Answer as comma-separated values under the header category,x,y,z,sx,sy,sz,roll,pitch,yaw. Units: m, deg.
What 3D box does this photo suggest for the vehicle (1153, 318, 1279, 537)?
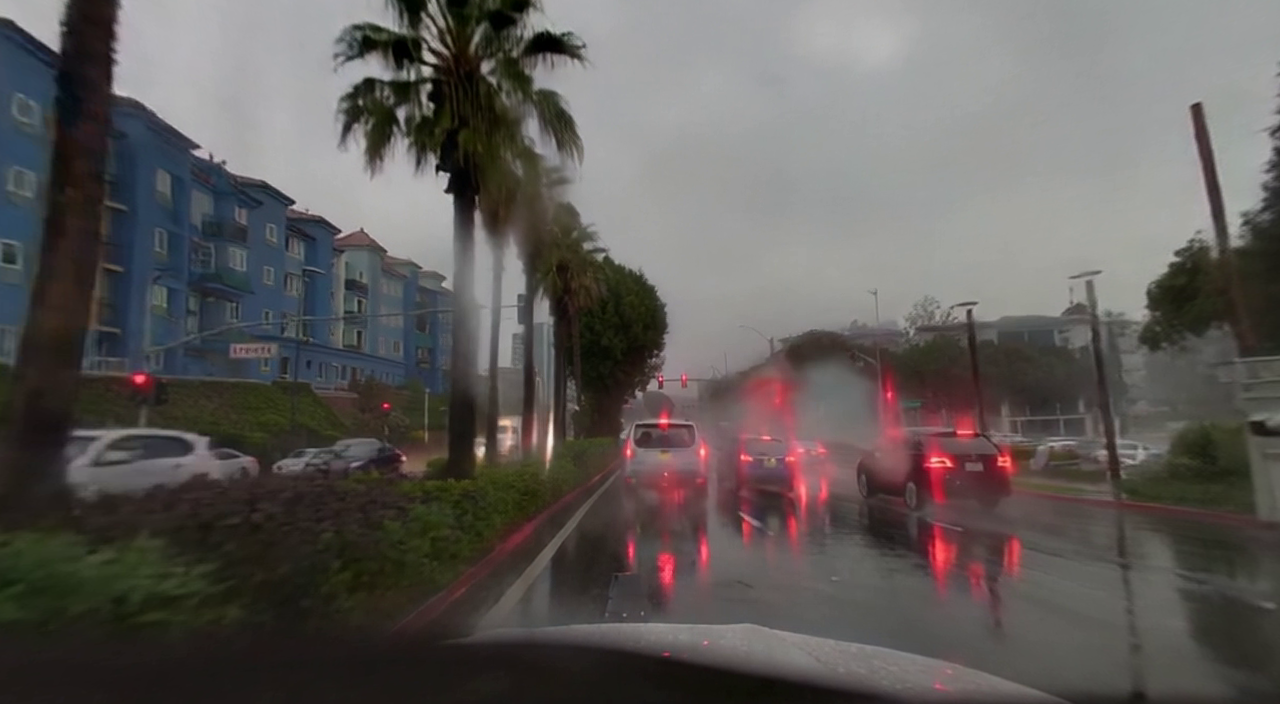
category,x,y,z,sx,sy,sz,roll,pitch,yaw
vehicle,10.296,0.961,8.022,2.663,3.061,5.602,-2,-4,-1

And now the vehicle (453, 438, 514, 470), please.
category,x,y,z,sx,sy,sz,roll,pitch,yaw
vehicle,-8.065,5.301,32.900,1.937,1.530,4.107,-1,-9,3

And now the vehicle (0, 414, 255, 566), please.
category,x,y,z,sx,sy,sz,roll,pitch,yaw
vehicle,-8.317,1.918,9.443,2.050,1.725,4.677,0,-9,1

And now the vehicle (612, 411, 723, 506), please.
category,x,y,z,sx,sy,sz,roll,pitch,yaw
vehicle,0.634,2.807,16.919,2.487,2.115,5.444,0,-9,1

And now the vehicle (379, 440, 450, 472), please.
category,x,y,z,sx,sy,sz,roll,pitch,yaw
vehicle,-11.374,5.288,32.139,2.011,1.520,3.902,-1,-9,3

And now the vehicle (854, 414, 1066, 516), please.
category,x,y,z,sx,sy,sz,roll,pitch,yaw
vehicle,7.189,2.625,15.079,2.215,1.973,5.323,0,-9,0

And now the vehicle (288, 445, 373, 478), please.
category,x,y,z,sx,sy,sz,roll,pitch,yaw
vehicle,-15.103,5.361,31.097,1.858,1.465,4.368,-1,-9,2

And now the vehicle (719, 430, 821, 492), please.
category,x,y,z,sx,sy,sz,roll,pitch,yaw
vehicle,3.989,3.453,20.363,2.283,1.738,4.916,0,-9,0
